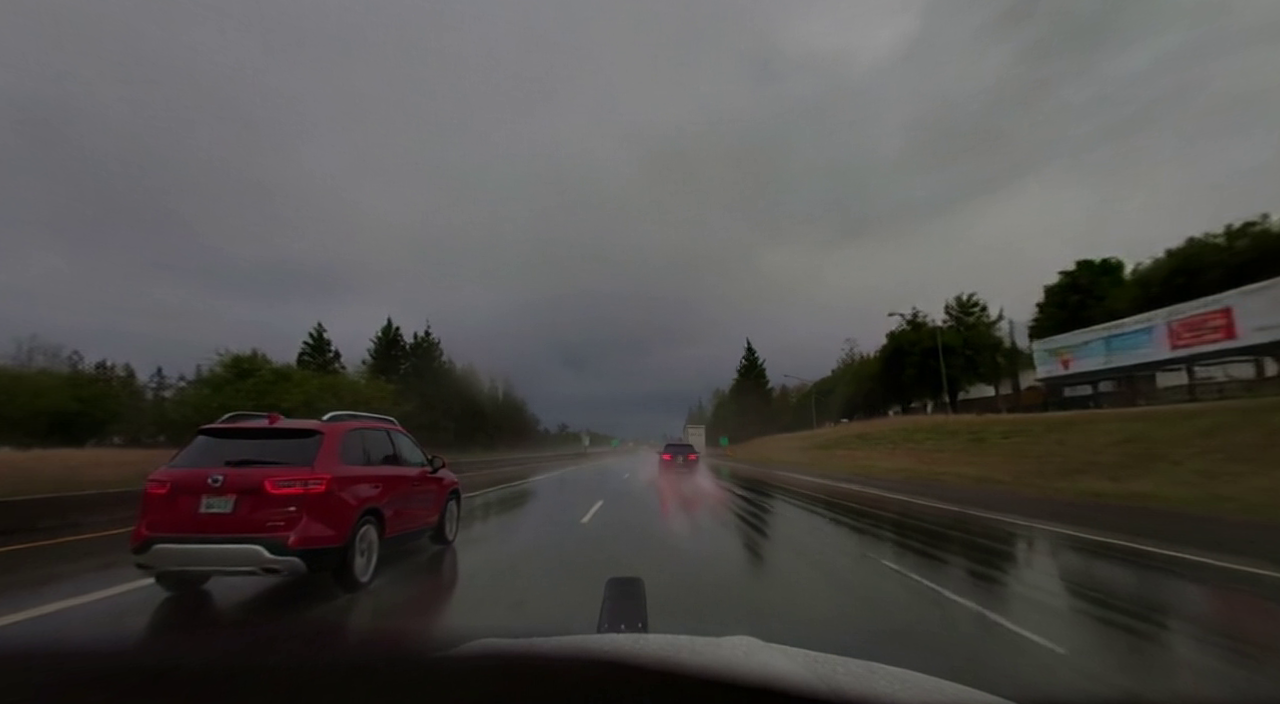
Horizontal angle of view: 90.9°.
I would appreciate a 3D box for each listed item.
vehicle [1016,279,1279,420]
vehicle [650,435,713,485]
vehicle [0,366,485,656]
[{"bbox_3d":[24.946,0.742,31.006,3.528,4.387,16.822,-1,-9,4],"label":"vehicle"},{"bbox_3d":[1.461,4.052,23.903,2.087,1.682,4.388,0,-9,0],"label":"vehicle"},{"bbox_3d":[-3.258,1.343,6.314,2.139,1.804,4.611,0,-9,1],"label":"vehicle"}]
